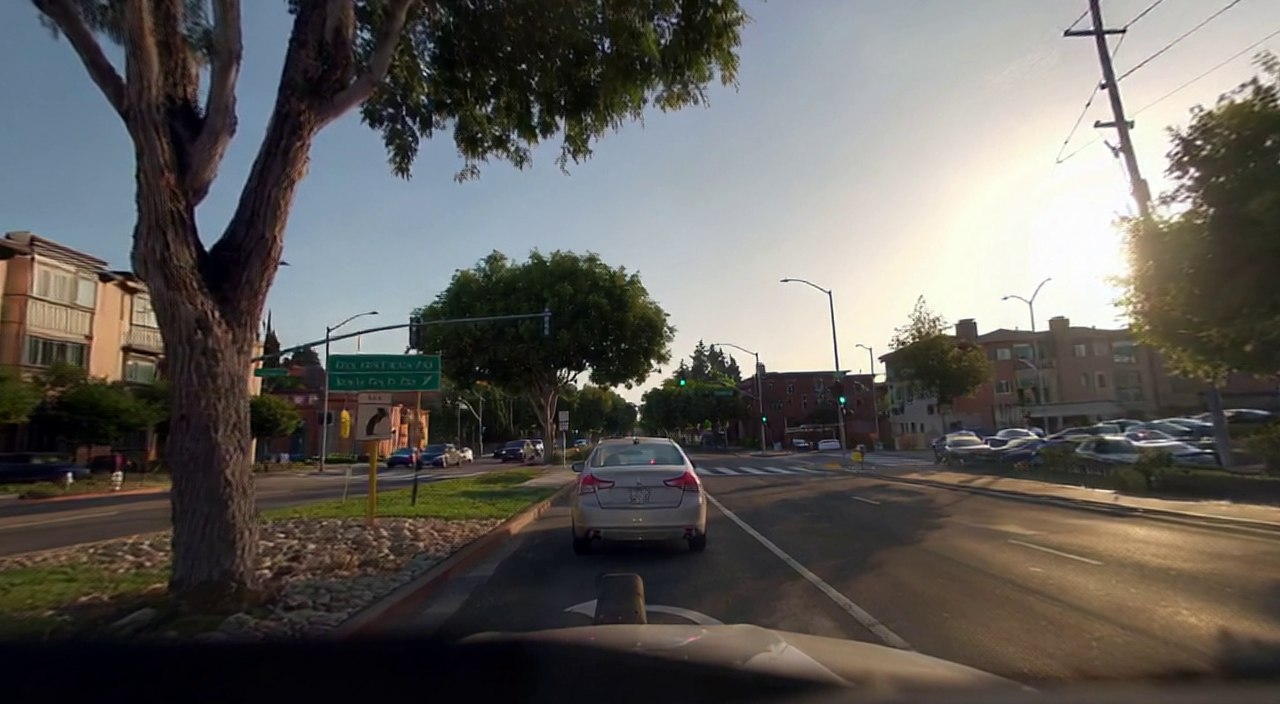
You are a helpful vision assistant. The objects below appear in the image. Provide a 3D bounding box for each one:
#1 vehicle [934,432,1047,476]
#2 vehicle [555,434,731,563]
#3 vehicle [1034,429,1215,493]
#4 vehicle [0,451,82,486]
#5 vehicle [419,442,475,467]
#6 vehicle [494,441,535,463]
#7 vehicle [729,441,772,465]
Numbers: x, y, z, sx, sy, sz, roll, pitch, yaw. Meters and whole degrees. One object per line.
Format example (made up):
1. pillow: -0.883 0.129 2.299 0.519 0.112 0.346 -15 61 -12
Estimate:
1. vehicle: 13.076 3.823 23.808 1.887 1.504 3.898 0 -9 -2
2. vehicle: -0.072 1.988 9.311 2.010 1.447 4.121 0 -9 -3
3. vehicle: 13.074 2.962 17.370 1.859 1.525 3.948 0 -9 1
4. vehicle: -27.356 5.069 27.564 1.773 1.438 4.268 0 -9 2
5. vehicle: -12.219 6.522 40.058 2.125 1.495 4.308 0 -9 1
6. vehicle: -8.817 7.045 44.505 1.994 1.474 4.411 0 -9 0
7. vehicle: 6.993 6.448 40.336 1.932 1.439 4.159 0 -9 -1
